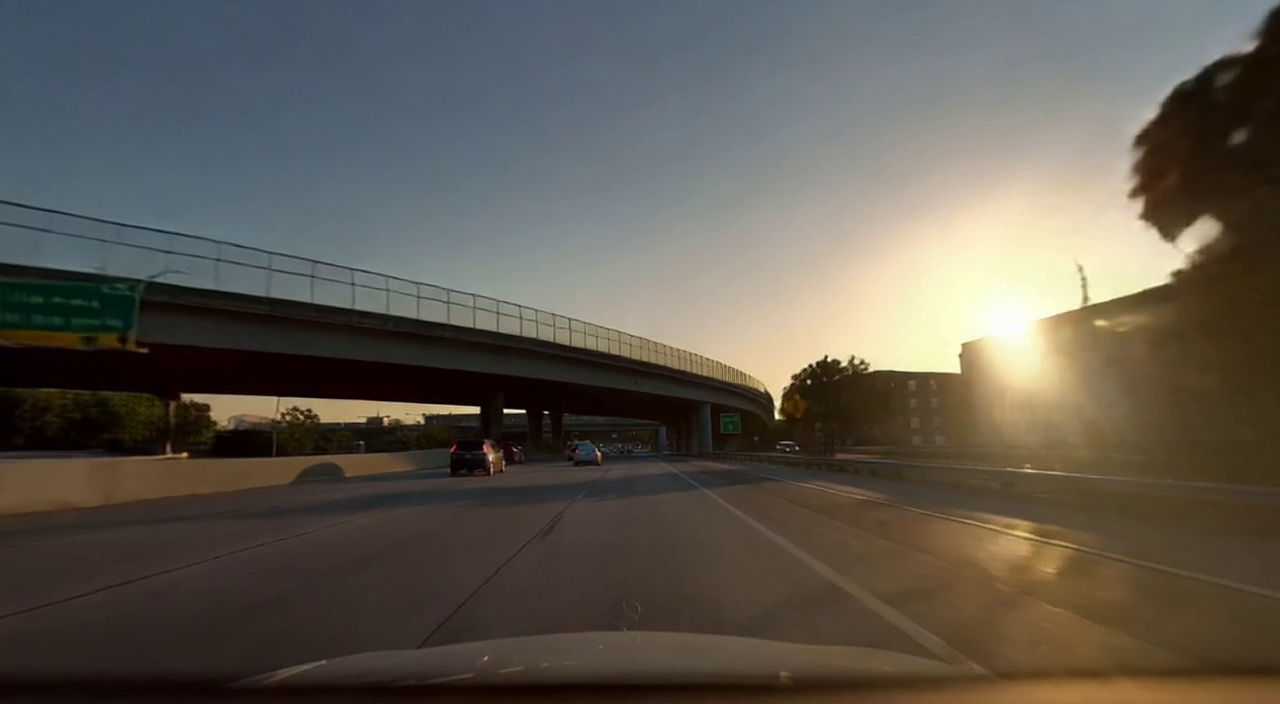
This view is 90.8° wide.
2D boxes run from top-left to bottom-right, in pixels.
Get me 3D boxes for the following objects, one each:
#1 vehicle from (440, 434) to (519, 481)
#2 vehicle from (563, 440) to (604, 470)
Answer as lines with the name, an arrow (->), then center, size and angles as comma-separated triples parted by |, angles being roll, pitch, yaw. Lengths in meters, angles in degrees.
vehicle -> -6.602, 4.401, 26.616 | 2.015, 1.762, 4.790 | 0, -9, 1
vehicle -> -3.303, 6.129, 37.864 | 2.027, 1.697, 4.307 | 0, -8, 0
